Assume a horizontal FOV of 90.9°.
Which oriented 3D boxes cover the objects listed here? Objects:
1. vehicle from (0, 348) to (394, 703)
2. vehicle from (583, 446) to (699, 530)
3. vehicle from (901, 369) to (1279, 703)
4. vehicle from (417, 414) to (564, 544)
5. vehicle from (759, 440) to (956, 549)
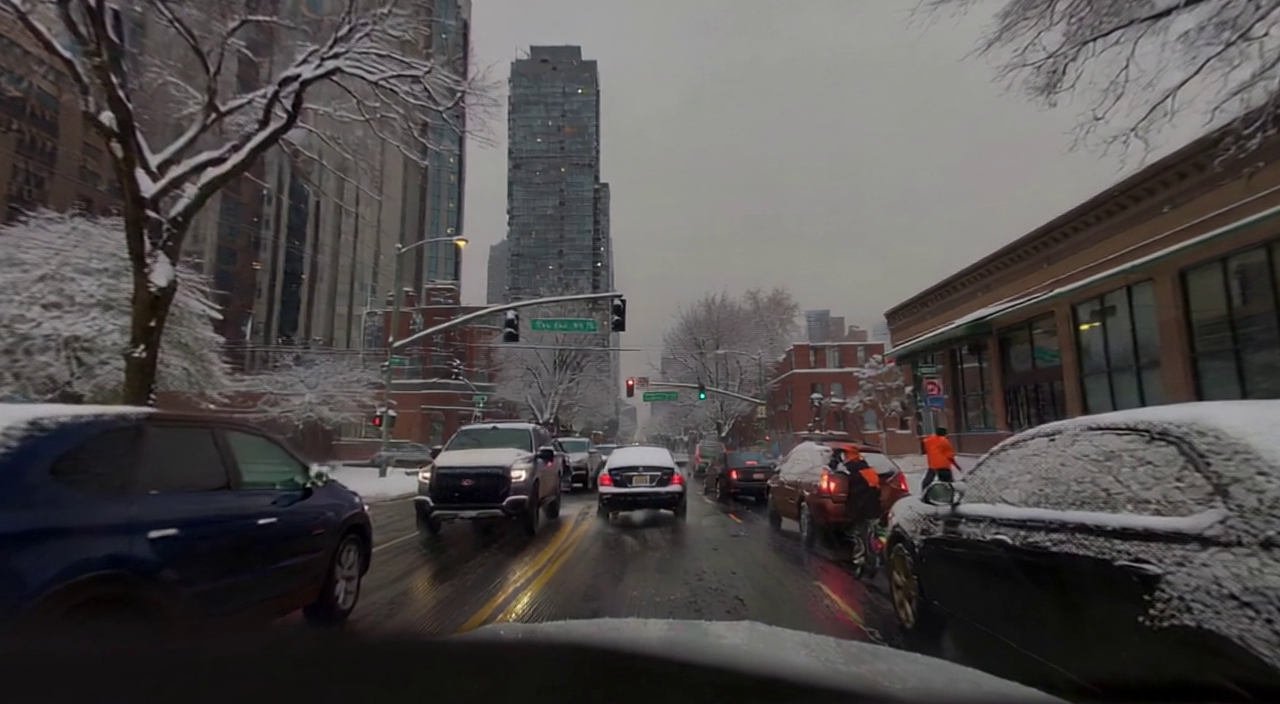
[{"bbox_3d":[-3.378,1.108,3.894,2.046,1.744,4.407,0,-8,-2],"label":"vehicle"},{"bbox_3d":[0.045,2.672,13.009,2.031,1.461,3.763,0,-8,1],"label":"vehicle"},{"bbox_3d":[3.330,1.036,3.239,2.179,1.631,4.173,0,-8,0],"label":"vehicle"},{"bbox_3d":[-2.594,2.279,11.886,1.683,2.039,3.703,0,-8,3],"label":"vehicle"},{"bbox_3d":[3.541,2.380,11.332,1.973,1.537,4.533,0,-8,1],"label":"vehicle"}]
